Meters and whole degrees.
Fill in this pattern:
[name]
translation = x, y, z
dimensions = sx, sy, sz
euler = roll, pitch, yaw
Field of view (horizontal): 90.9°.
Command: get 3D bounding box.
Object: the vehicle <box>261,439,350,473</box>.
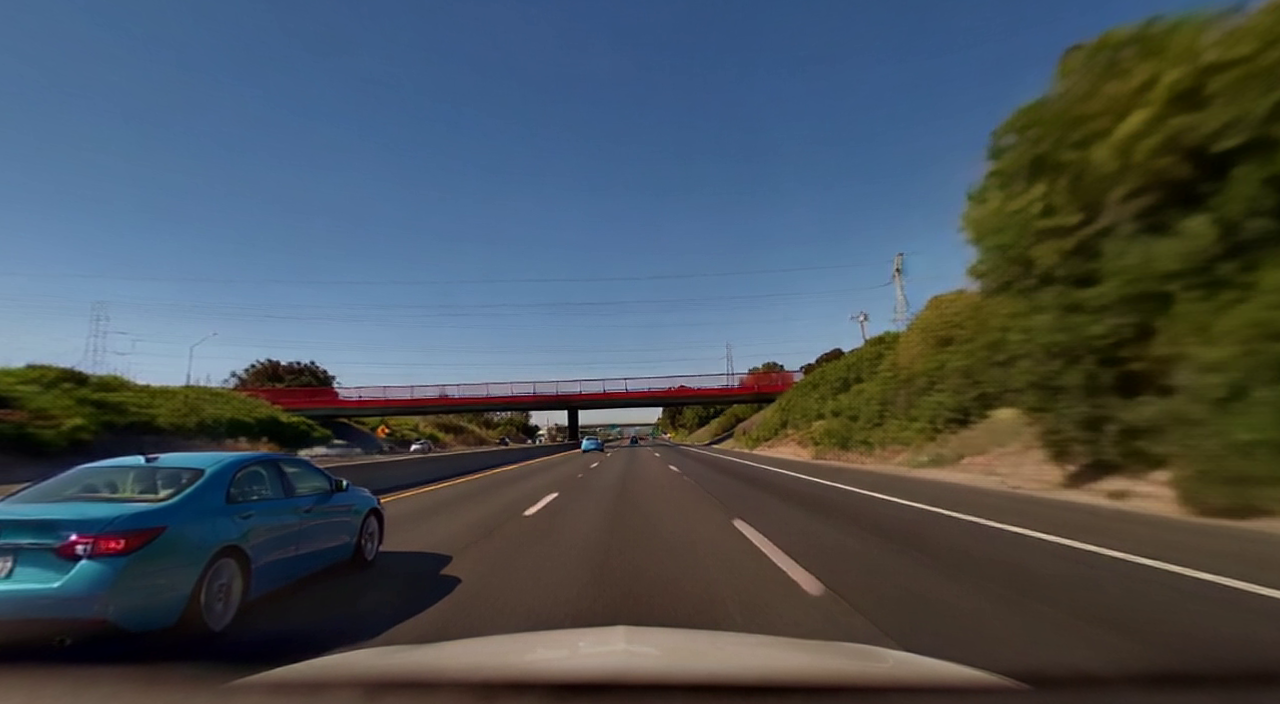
[vehicle]
translation = -16.421, 5.082, 31.278
dimensions = 1.867, 1.512, 4.741
euler = 0, -8, 0
